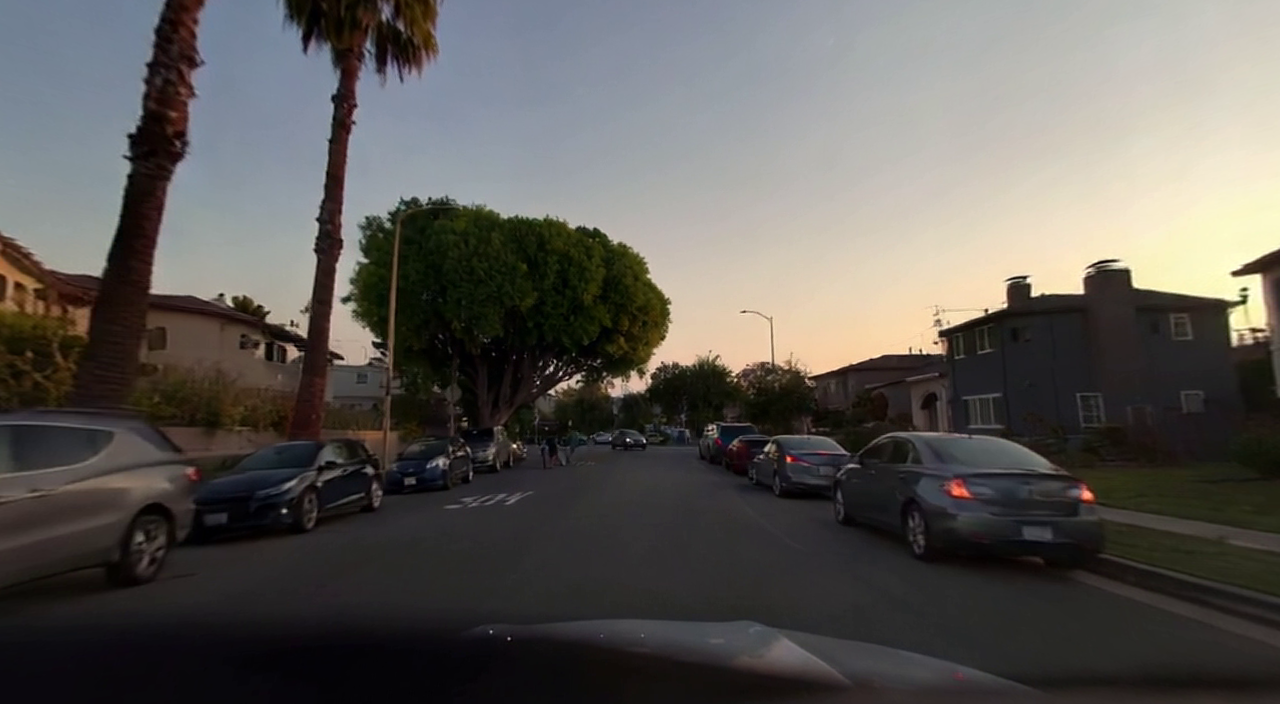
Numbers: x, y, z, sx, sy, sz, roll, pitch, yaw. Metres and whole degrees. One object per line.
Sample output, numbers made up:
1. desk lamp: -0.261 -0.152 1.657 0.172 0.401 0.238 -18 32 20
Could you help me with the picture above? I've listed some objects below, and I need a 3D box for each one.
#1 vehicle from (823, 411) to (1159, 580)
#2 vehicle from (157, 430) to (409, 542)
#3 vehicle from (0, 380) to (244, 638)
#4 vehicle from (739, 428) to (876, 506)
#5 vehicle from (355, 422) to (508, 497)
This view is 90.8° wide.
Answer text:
1. vehicle: 4.081 1.706 8.375 1.998 1.649 4.175 0 -8 0
2. vehicle: -5.784 2.172 11.077 1.849 1.531 4.562 0 -8 -1
3. vehicle: -5.675 1.227 5.145 1.963 1.859 4.884 0 -8 -4
4. vehicle: 3.768 2.649 15.190 1.958 1.485 4.819 2 -8 0
5. vehicle: -5.703 3.019 18.361 2.316 1.808 5.876 0 -8 1
